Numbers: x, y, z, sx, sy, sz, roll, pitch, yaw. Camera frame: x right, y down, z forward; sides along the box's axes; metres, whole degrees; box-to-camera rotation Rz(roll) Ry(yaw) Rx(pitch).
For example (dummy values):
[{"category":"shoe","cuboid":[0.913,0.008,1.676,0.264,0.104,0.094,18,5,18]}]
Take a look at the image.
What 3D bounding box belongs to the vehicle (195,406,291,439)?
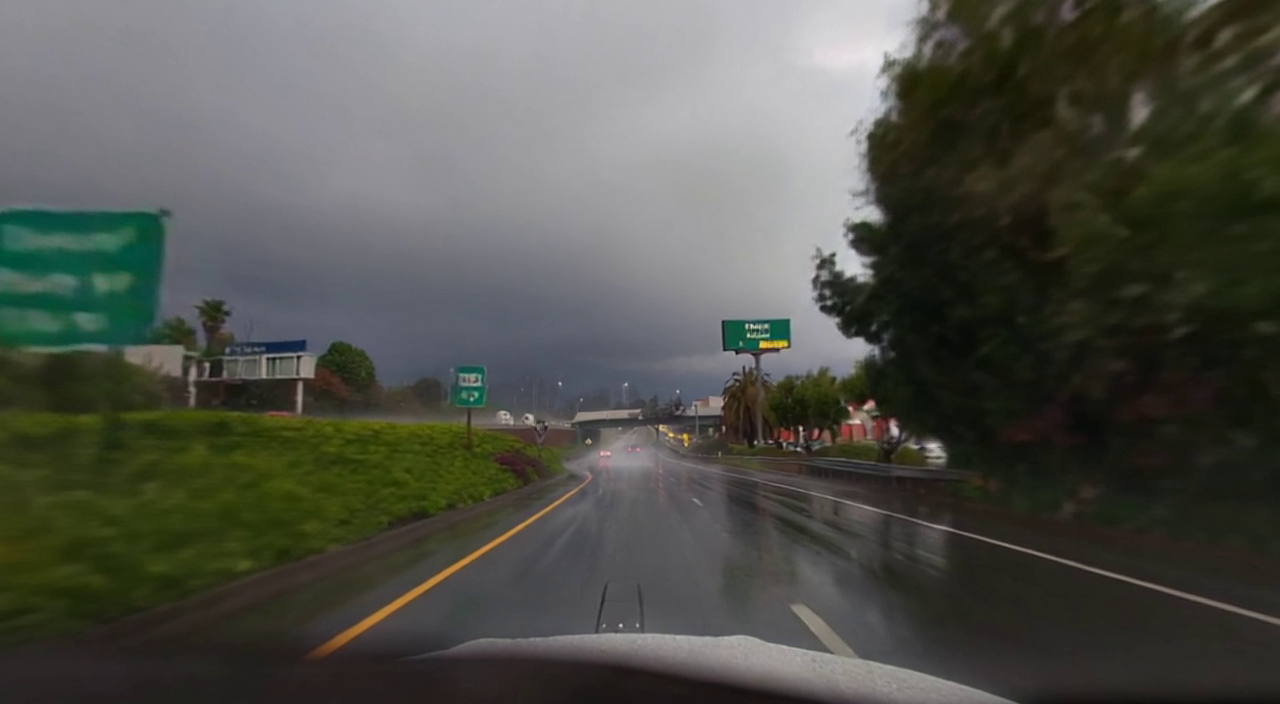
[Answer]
[{"category":"vehicle","cuboid":[-19.966,3.635,32.033,1.931,1.451,4.683,0,-9,-2]}]
